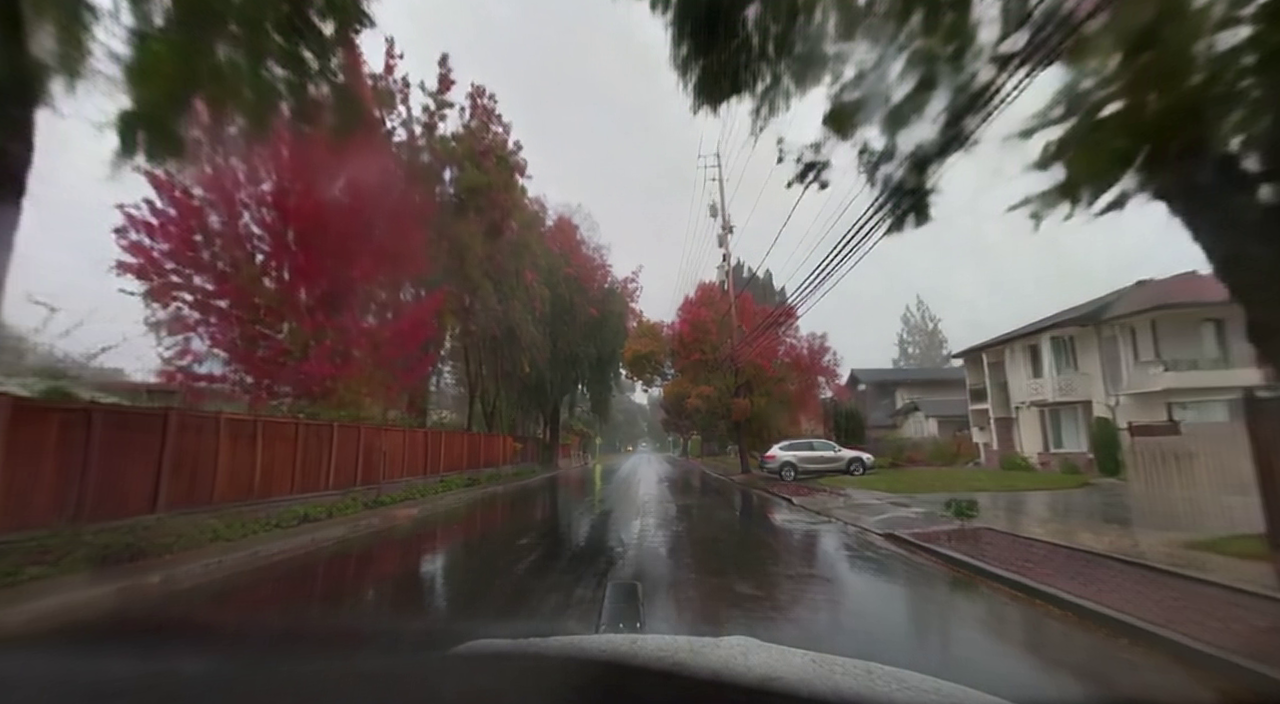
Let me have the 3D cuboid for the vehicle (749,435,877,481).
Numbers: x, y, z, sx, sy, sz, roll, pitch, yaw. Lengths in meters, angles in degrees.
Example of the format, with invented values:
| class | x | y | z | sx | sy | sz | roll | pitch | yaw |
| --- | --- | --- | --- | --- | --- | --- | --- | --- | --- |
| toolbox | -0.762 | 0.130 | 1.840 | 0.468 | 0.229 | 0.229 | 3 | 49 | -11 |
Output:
| class | x | y | z | sx | sy | sz | roll | pitch | yaw |
| --- | --- | --- | --- | --- | --- | --- | --- | --- | --- |
| vehicle | 7.202 | 4.447 | 26.689 | 4.806 | 1.851 | 2.050 | 0 | -9 | 2 |
